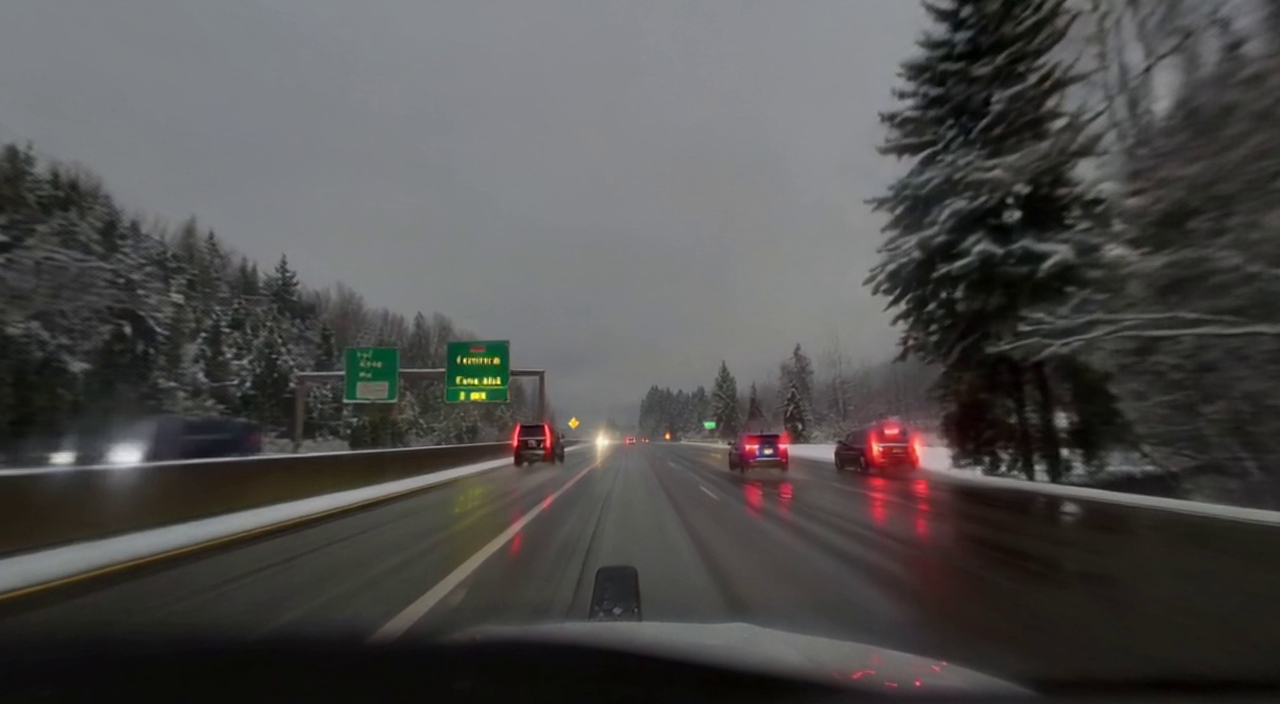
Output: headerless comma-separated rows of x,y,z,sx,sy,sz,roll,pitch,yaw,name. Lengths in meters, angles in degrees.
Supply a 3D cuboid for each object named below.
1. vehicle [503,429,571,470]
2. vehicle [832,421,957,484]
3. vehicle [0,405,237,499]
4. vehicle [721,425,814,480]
-3.916,3.780,24.637,2.032,1.465,4.316,0,-8,-1,vehicle
7.322,2.910,18.569,1.956,1.634,3.935,0,-8,-1,vehicle
-16.955,3.257,21.049,2.361,2.616,6.862,0,-8,-1,vehicle
3.958,3.188,20.238,2.011,1.576,4.060,0,-8,-2,vehicle
